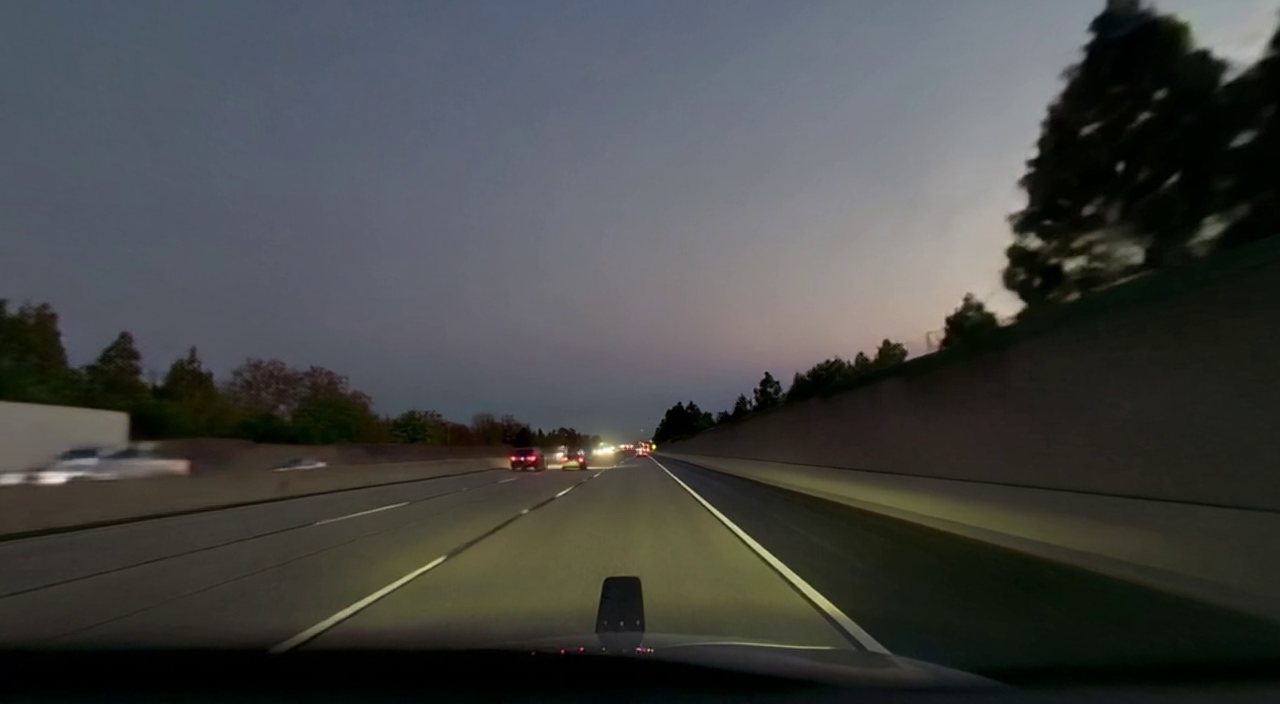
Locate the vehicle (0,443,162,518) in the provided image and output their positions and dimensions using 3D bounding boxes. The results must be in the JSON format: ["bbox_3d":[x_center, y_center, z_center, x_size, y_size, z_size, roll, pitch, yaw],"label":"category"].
[{"bbox_3d":[-16.544,3.518,17.864,2.032,1.783,4.980,0,-9,0],"label":"vehicle"}]

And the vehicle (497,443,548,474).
[{"bbox_3d":[-7.145,6.524,38.837,2.173,1.722,4.869,0,-9,1],"label":"vehicle"}]

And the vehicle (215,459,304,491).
[{"bbox_3d":[-19.627,6.321,32.793,1.797,1.457,4.455,0,-9,0],"label":"vehicle"}]

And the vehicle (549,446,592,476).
[{"bbox_3d":[-3.721,5.937,34.424,1.893,1.521,3.742,0,-9,0],"label":"vehicle"}]
